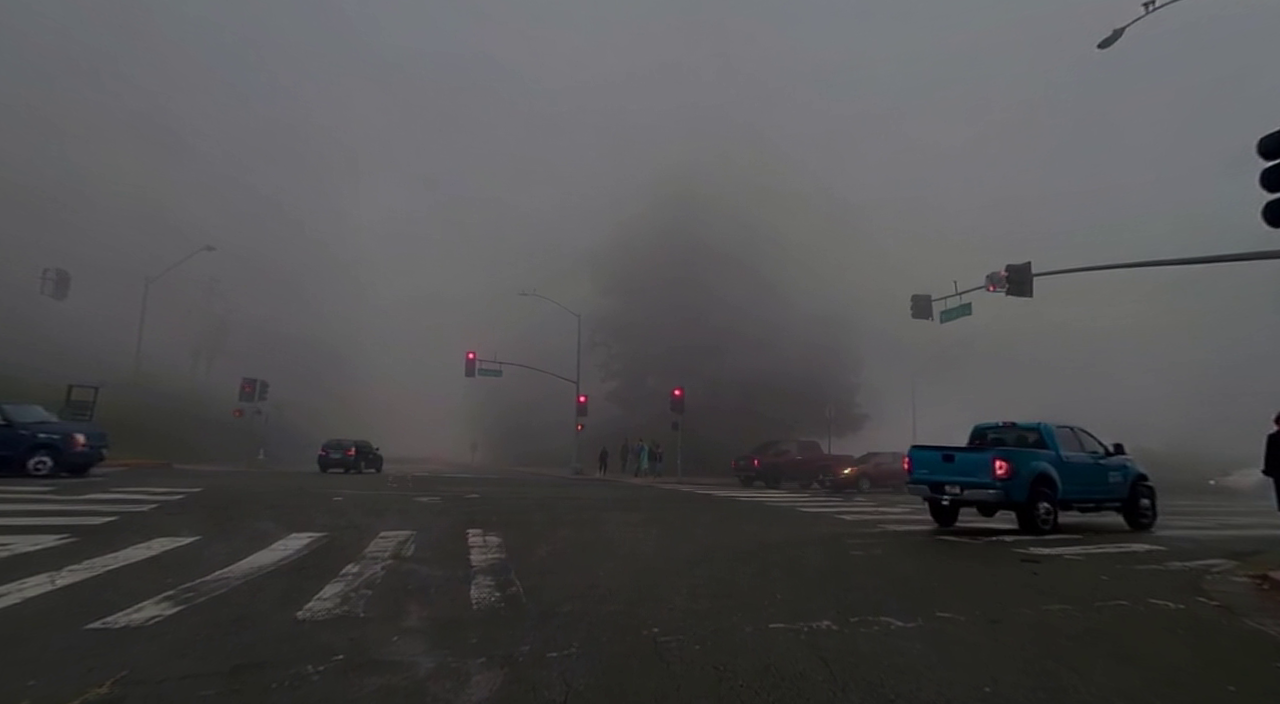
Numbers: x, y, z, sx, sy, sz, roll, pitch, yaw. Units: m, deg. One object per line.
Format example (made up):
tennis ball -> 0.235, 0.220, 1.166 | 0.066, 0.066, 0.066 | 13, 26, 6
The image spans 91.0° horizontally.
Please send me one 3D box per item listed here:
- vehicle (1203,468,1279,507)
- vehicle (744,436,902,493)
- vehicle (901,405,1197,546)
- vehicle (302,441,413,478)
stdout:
vehicle -> 26.406, 5.609, 26.163 | 4.322, 1.522, 1.795 | 1, -9, -4
vehicle -> 7.107, 4.406, 24.841 | 5.535, 1.896, 2.170 | 3, -9, -6
vehicle -> 8.880, 2.538, 13.629 | 5.978, 2.400, 2.851 | 5, -10, -30
vehicle -> -12.907, 4.923, 29.156 | 1.964, 1.525, 4.750 | -2, -9, 17
